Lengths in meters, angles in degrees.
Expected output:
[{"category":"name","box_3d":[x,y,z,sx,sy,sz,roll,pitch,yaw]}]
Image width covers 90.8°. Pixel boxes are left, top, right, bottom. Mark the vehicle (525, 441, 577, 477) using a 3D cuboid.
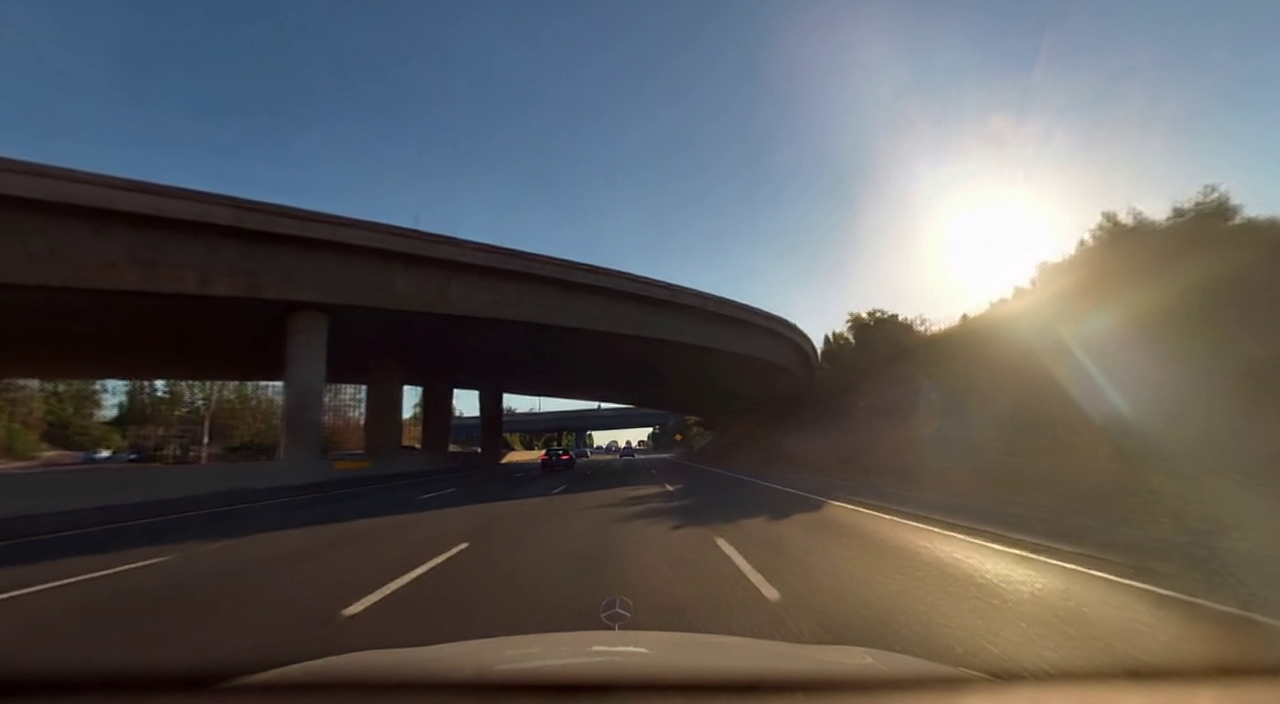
[{"category":"vehicle","box_3d":[-4.603,5.591,33.289,2.102,1.727,4.704,0,-9,0]}]
